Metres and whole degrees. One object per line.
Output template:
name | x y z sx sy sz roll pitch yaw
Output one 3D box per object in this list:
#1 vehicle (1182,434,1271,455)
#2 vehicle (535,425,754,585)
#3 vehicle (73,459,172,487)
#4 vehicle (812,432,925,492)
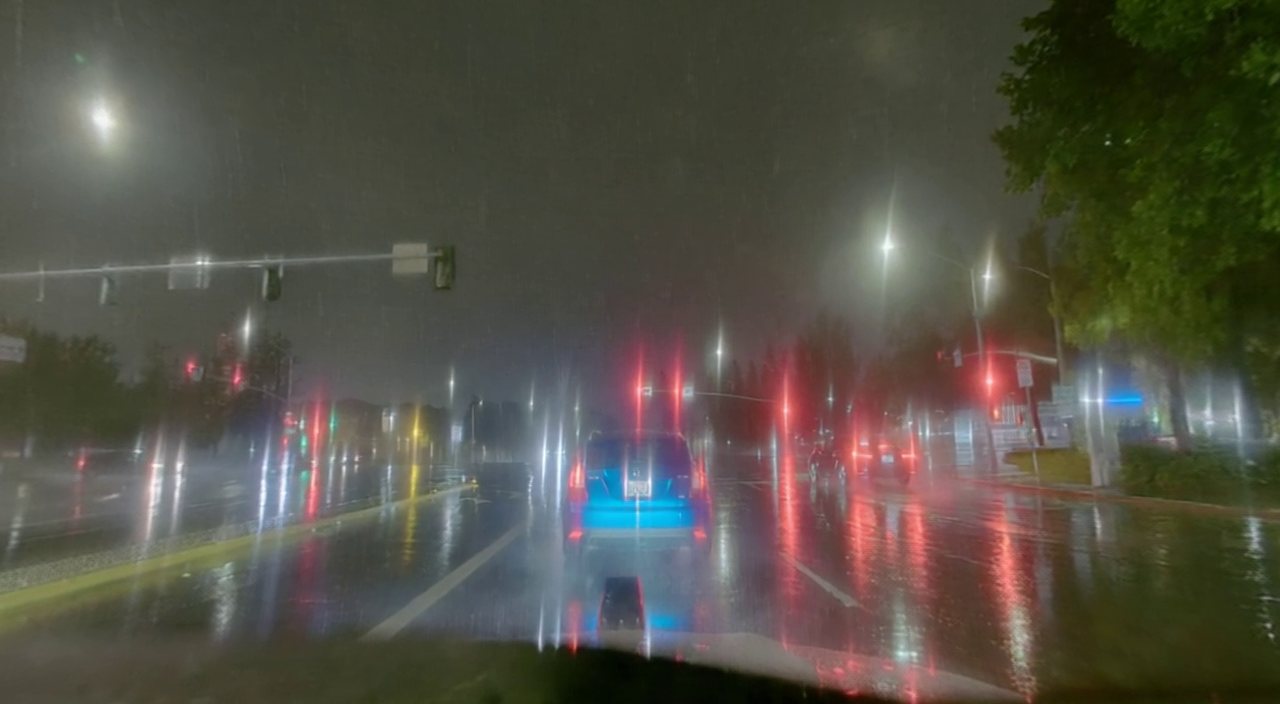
vehicle | 41.958 6.637 45.236 4.563 1.454 2.056 1 -8 -6
vehicle | -0.017 1.762 8.143 2.070 1.488 4.206 0 -8 -2
vehicle | -32.385 7.549 39.645 4.401 1.625 1.863 0 -8 -4
vehicle | 7.053 3.440 20.076 2.039 1.692 4.319 0 -8 1
